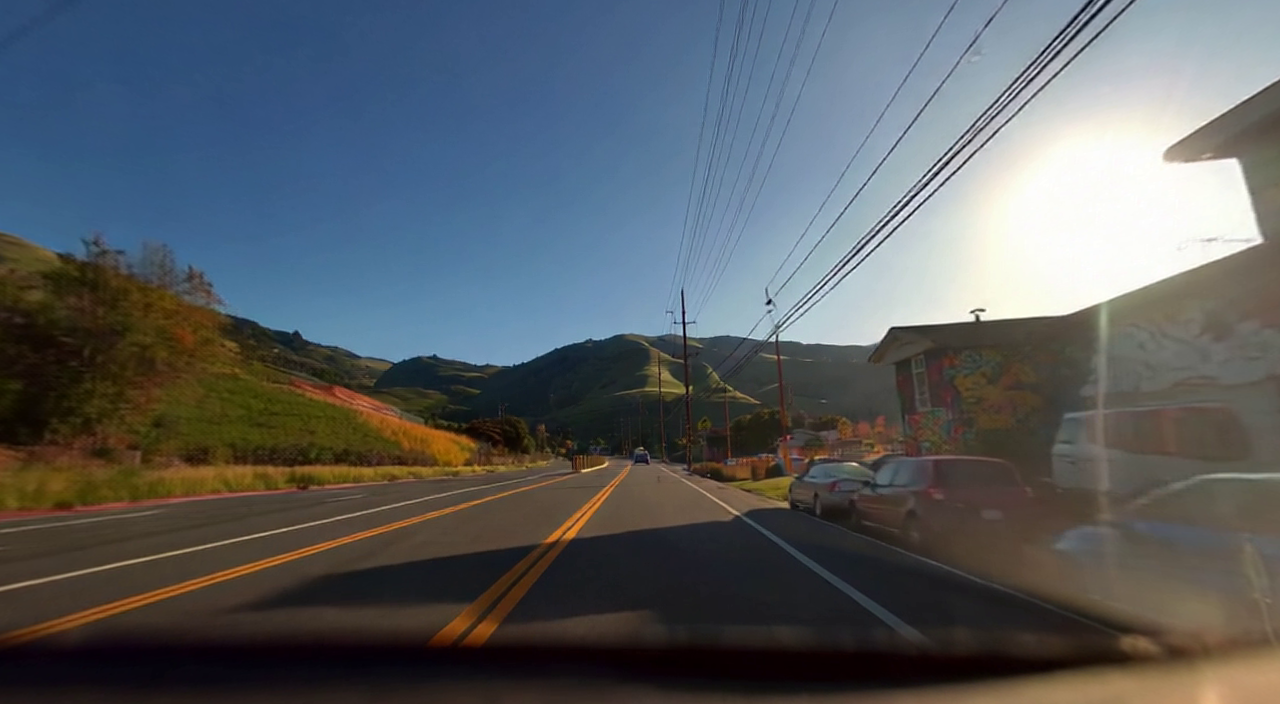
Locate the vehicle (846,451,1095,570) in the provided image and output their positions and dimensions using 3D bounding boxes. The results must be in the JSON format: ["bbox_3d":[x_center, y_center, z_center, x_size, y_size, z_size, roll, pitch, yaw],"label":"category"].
[{"bbox_3d":[5.644,2.703,11.720,2.056,1.693,4.803,0,-9,1],"label":"vehicle"}]

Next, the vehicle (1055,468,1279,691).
[{"bbox_3d":[5.566,1.684,4.644,2.005,1.487,4.397,0,-9,0],"label":"vehicle"}]

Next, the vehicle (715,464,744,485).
[{"bbox_3d":[6.855,9.433,48.784,1.781,1.432,4.169,0,-9,3],"label":"vehicle"}]

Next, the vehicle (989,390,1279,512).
[{"bbox_3d":[8.672,1.735,11.255,2.082,1.678,5.079,0,-8,1],"label":"vehicle"}]
